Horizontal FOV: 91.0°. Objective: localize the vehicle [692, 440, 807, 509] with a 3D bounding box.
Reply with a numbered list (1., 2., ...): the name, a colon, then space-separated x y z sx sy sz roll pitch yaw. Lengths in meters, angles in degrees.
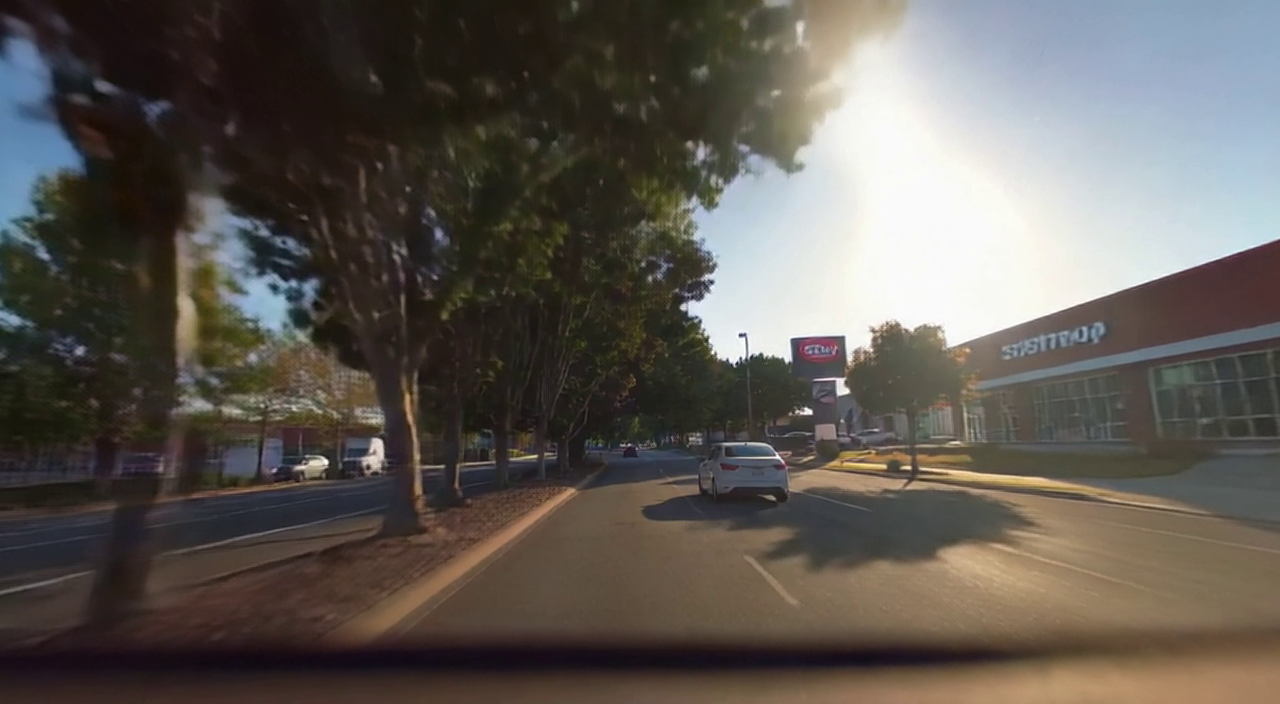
1. vehicle: 2.566 2.997 15.937 2.015 1.479 4.444 0 -9 -1
